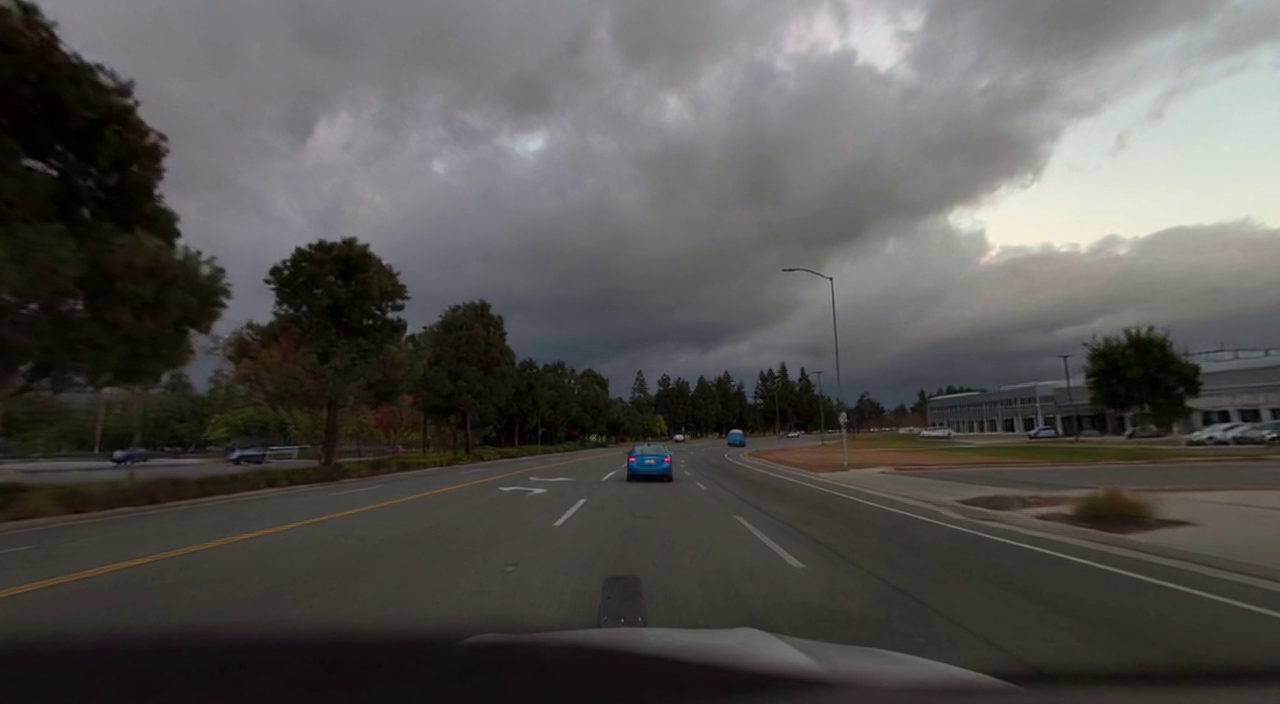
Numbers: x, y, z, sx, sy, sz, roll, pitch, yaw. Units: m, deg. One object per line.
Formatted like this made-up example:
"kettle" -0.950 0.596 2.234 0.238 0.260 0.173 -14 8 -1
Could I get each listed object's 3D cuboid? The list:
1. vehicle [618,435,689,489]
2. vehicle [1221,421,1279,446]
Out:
"vehicle" 0.409 3.401 19.815 2.010 1.535 3.735 0 -8 1
"vehicle" 43.073 5.585 43.335 4.176 1.648 1.872 -1 -8 4
